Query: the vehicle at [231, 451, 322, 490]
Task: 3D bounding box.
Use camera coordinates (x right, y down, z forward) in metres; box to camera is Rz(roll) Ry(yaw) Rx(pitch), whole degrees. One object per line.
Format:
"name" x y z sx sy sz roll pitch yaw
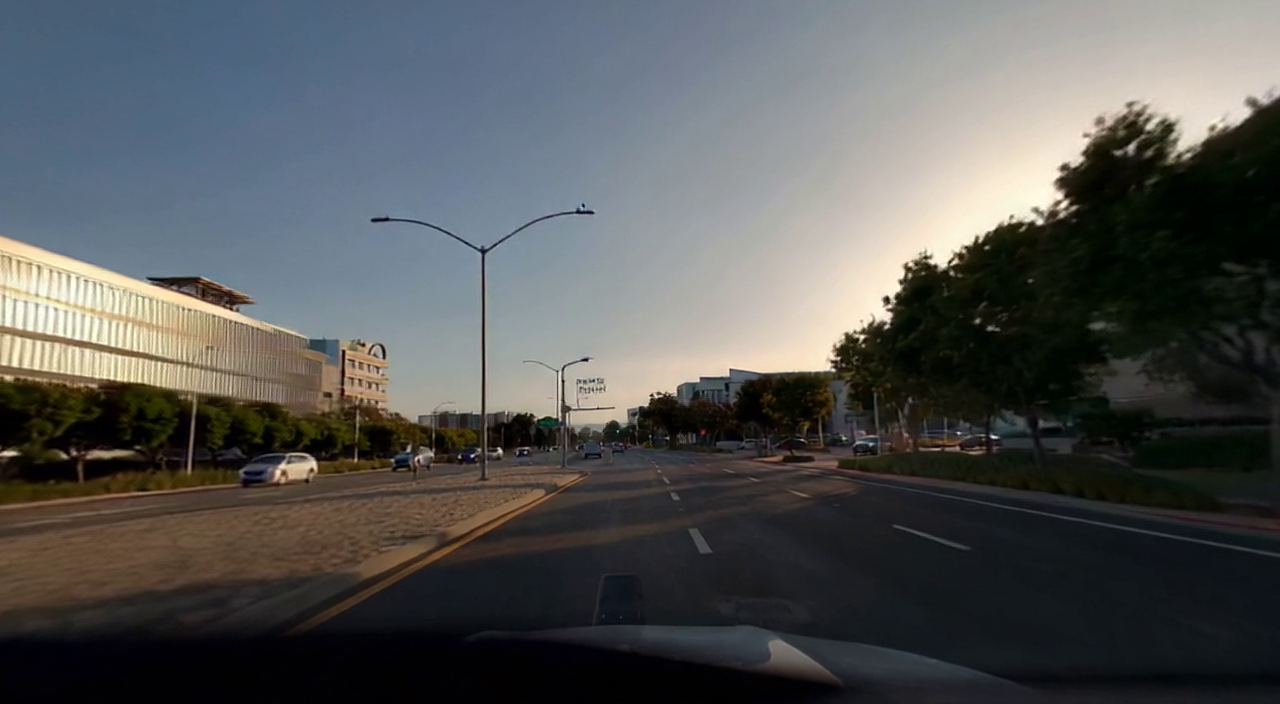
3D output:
"vehicle" -18.504 6.003 32.441 1.980 1.732 4.498 -2 -9 1

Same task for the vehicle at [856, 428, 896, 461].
"vehicle" 16.911 6.633 45.366 1.686 2.284 3.164 0 -7 1
